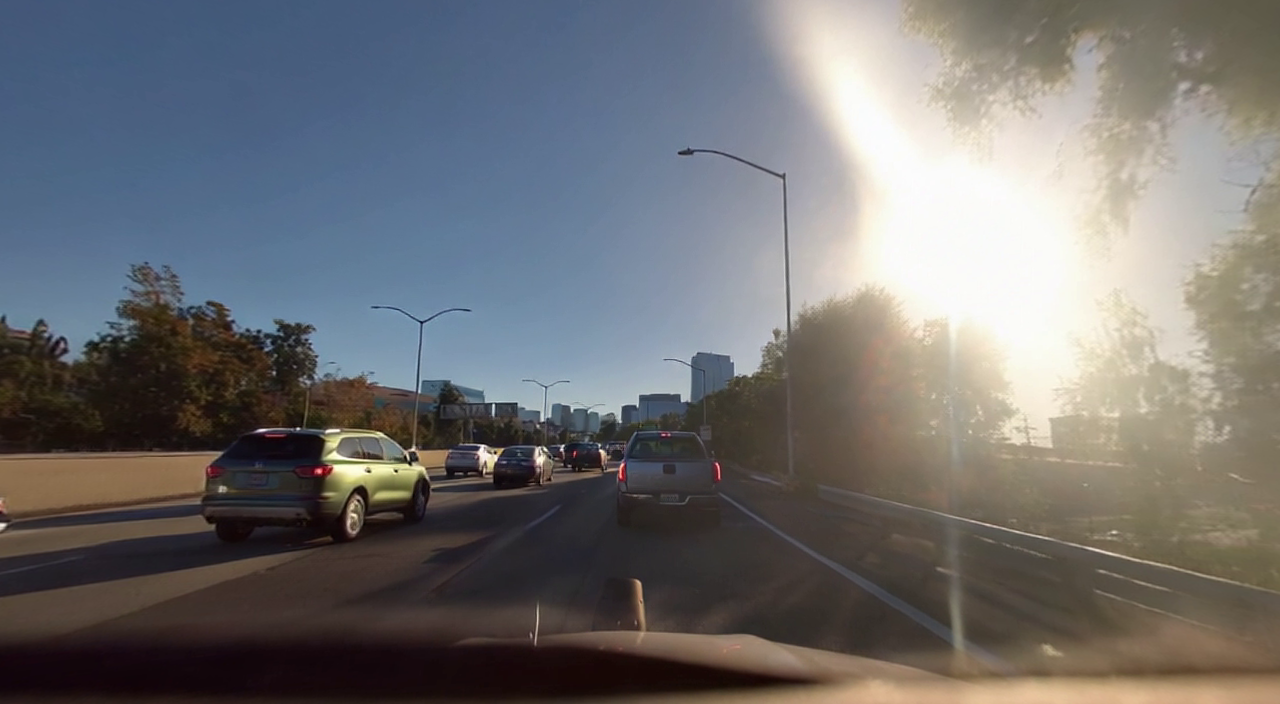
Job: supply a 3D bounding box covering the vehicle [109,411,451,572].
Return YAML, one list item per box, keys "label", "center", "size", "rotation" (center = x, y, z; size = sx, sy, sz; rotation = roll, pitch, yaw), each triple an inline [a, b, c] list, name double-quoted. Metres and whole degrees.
- label: "vehicle"
  center: [-4.521, 1.819, 8.979]
  size: [2.076, 1.688, 4.334]
  rotation: [-1, -9, 4]

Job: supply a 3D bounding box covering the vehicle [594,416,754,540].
- label: "vehicle"
  center: [0.517, 2.109, 11.177]
  size: [2.235, 1.716, 4.435]
  rotation: [-1, -9, 1]

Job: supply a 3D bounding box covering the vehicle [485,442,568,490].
- label: "vehicle"
  center: [-3.807, 3.903, 21.982]
  size: [1.868, 1.470, 4.105]
  rotation: [-1, -9, 4]
